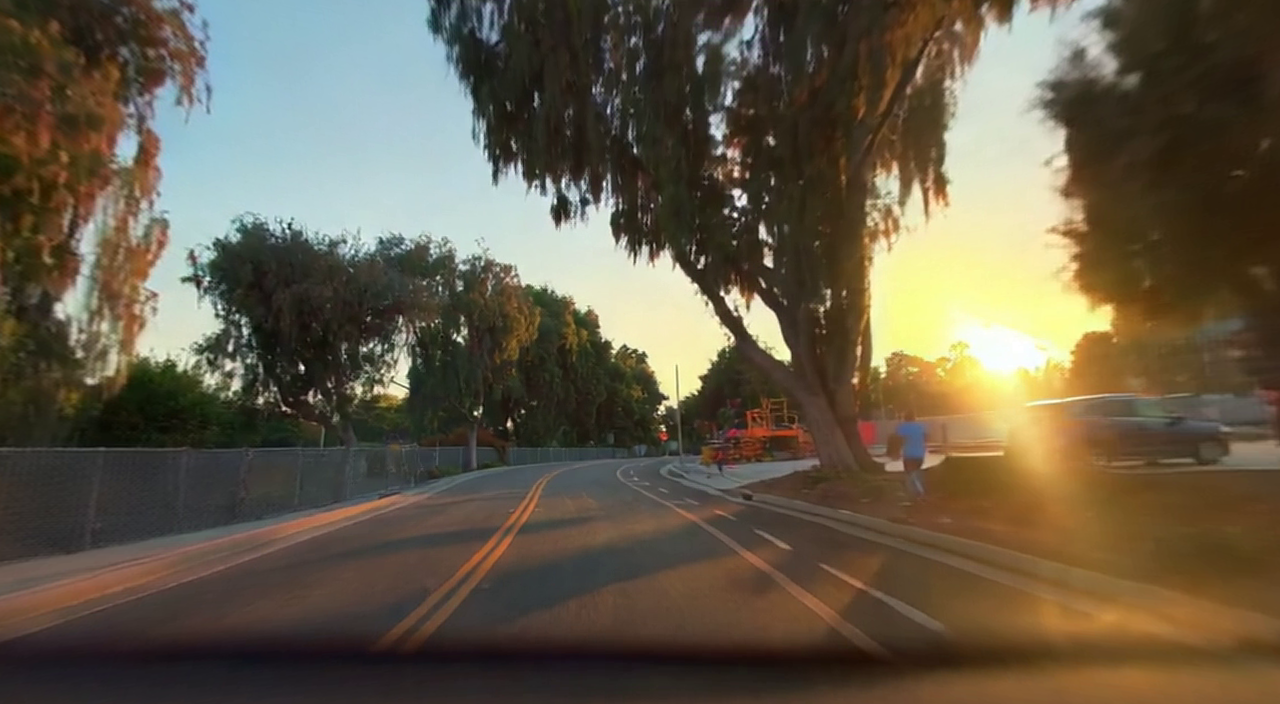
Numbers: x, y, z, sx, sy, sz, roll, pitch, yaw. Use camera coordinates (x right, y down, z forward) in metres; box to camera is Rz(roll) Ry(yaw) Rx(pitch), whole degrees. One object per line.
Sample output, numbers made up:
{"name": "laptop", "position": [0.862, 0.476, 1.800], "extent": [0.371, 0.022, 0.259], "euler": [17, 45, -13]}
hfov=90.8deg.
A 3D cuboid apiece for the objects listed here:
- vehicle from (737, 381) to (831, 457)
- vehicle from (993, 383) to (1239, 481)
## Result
{"name": "vehicle", "position": [7.842, 4.014, 36.116], "extent": [2.984, 3.691, 10.409], "euler": [-1, -8, 0]}
{"name": "vehicle", "position": [11.838, 2.000, 15.815], "extent": [5.021, 1.930, 2.119], "euler": [-2, -10, -17]}
